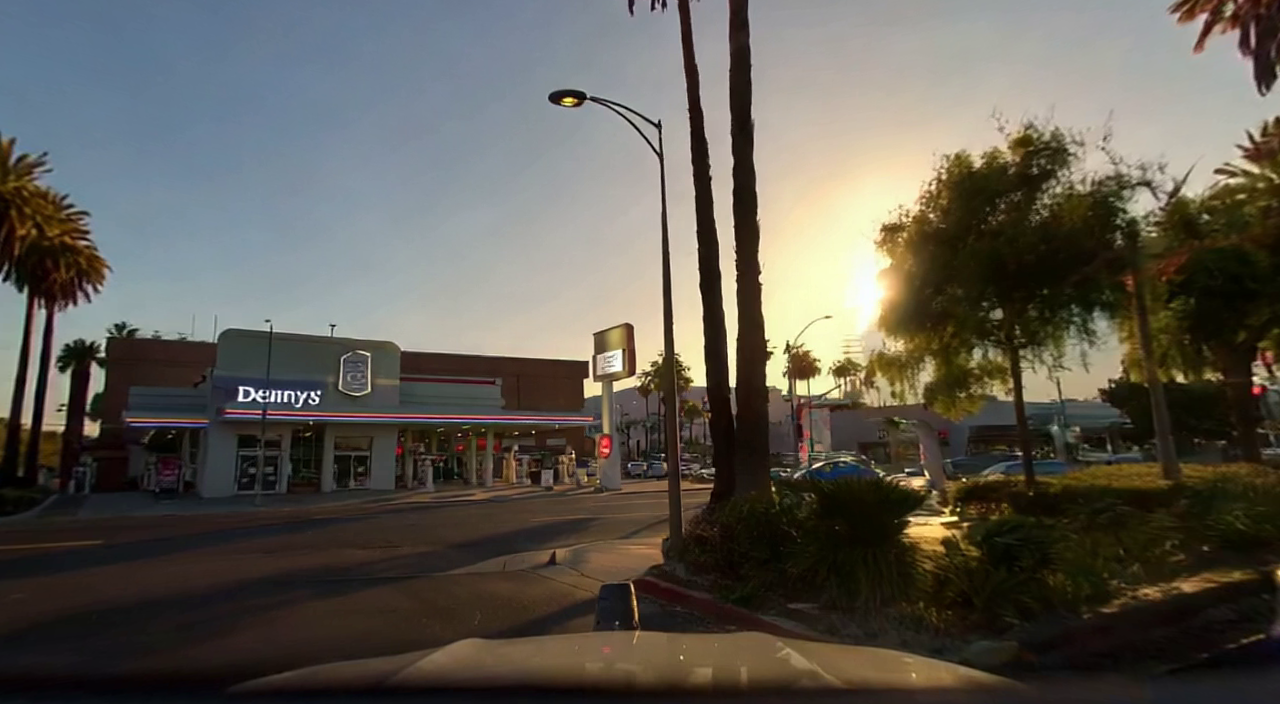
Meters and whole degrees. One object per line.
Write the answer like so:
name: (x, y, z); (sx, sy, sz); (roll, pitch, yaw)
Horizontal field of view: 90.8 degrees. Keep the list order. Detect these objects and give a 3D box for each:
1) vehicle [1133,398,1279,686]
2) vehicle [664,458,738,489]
vehicle: (5.182, 0.813, 2.252); (2.109, 1.490, 4.831); (4, -10, -28)
vehicle: (4.414, 8.713, 45.493); (4.880, 1.754, 2.202); (3, -6, -30)
